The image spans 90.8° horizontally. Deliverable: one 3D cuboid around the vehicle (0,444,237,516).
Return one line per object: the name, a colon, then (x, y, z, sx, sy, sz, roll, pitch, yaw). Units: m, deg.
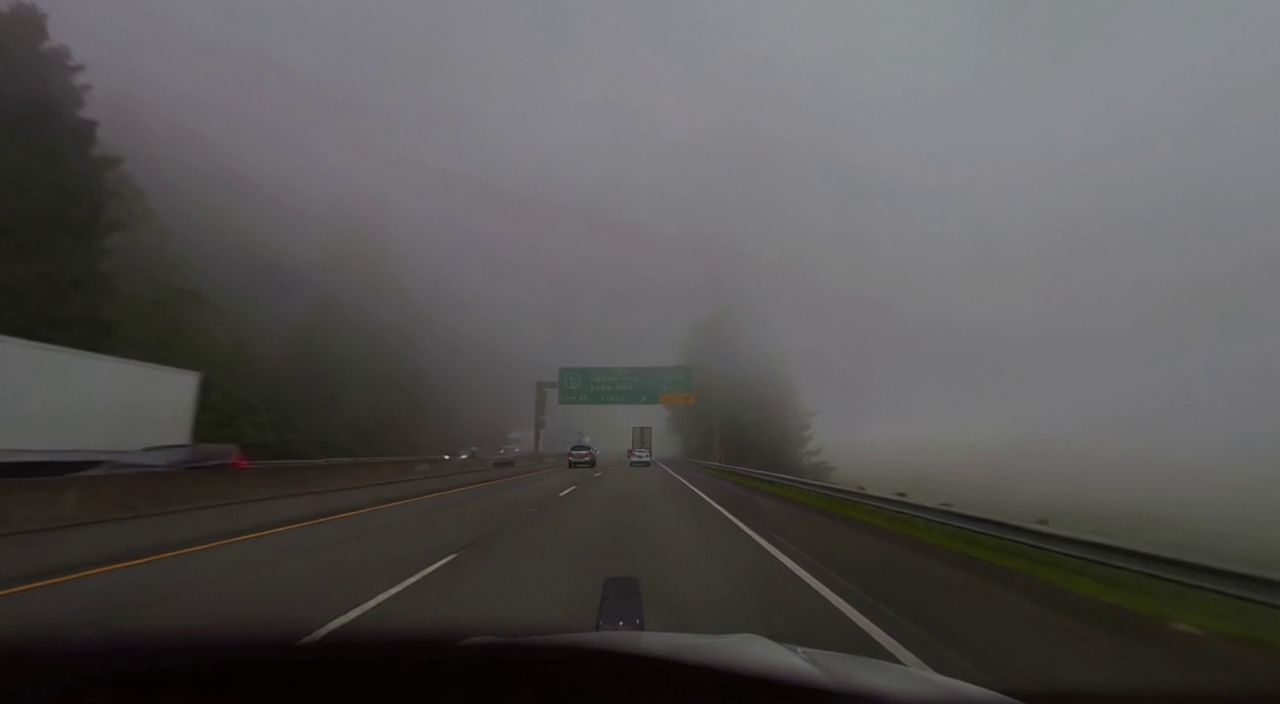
vehicle: (-11.762, 2.871, 14.637, 1.918, 1.396, 4.332, 0, -9, 0)

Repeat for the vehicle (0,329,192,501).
vehicle: (-15.967, 1.230, 13.064, 2.865, 3.869, 14.320, 0, -9, 0)

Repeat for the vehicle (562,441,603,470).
vehicle: (-3.652, 6.655, 40.676, 2.097, 1.722, 4.808, 0, -9, 1)

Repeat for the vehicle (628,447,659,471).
vehicle: (0.235, 6.737, 39.937, 1.853, 1.436, 3.438, 0, -9, 0)
